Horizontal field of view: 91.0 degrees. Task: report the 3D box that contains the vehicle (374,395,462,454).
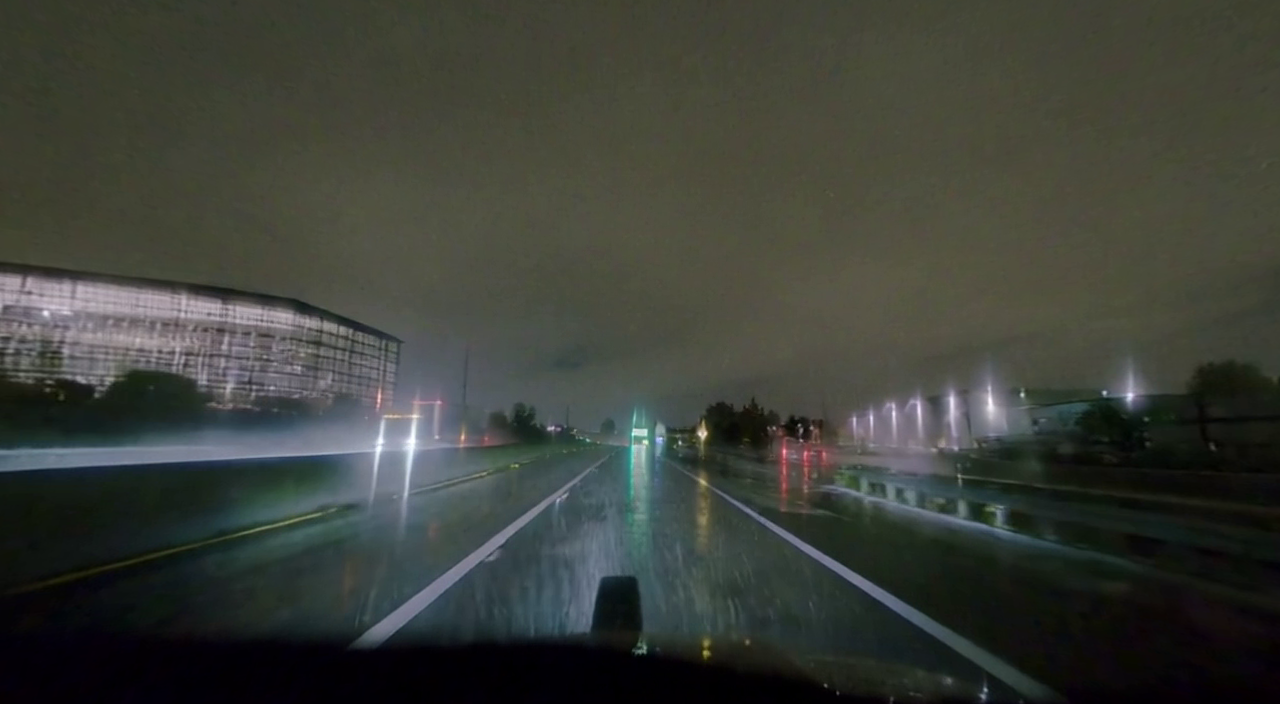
[{"bbox_3d":[-16.108,5.492,46.746,2.898,3.893,10.289,0,-8,-1],"label":"vehicle"}]
